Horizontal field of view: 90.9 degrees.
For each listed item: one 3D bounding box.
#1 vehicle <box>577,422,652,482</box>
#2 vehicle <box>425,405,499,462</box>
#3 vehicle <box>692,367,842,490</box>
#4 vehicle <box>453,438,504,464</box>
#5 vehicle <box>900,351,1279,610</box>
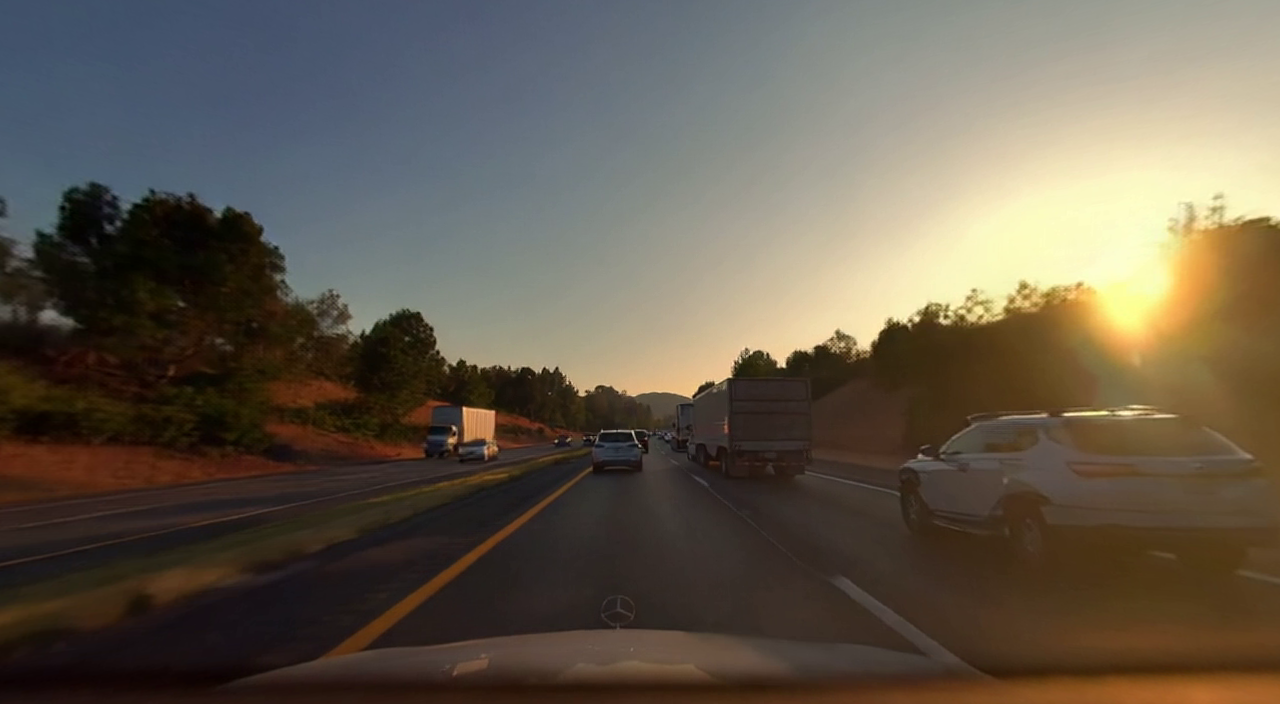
[{"bbox_3d":[-0.713,3.058,19.645,2.082,1.638,4.055,0,-8,0],"label":"vehicle"},{"bbox_3d":[-13.801,6.465,49.942,2.904,3.961,10.187,0,-8,0],"label":"vehicle"},{"bbox_3d":[3.477,2.423,19.813,2.723,3.027,8.478,0,-8,-1],"label":"vehicle"},{"bbox_3d":[-9.695,5.957,38.248,1.848,1.489,4.624,0,-8,1],"label":"vehicle"},{"bbox_3d":[4.647,1.196,6.672,2.011,1.905,3.905,0,-8,-1],"label":"vehicle"}]
